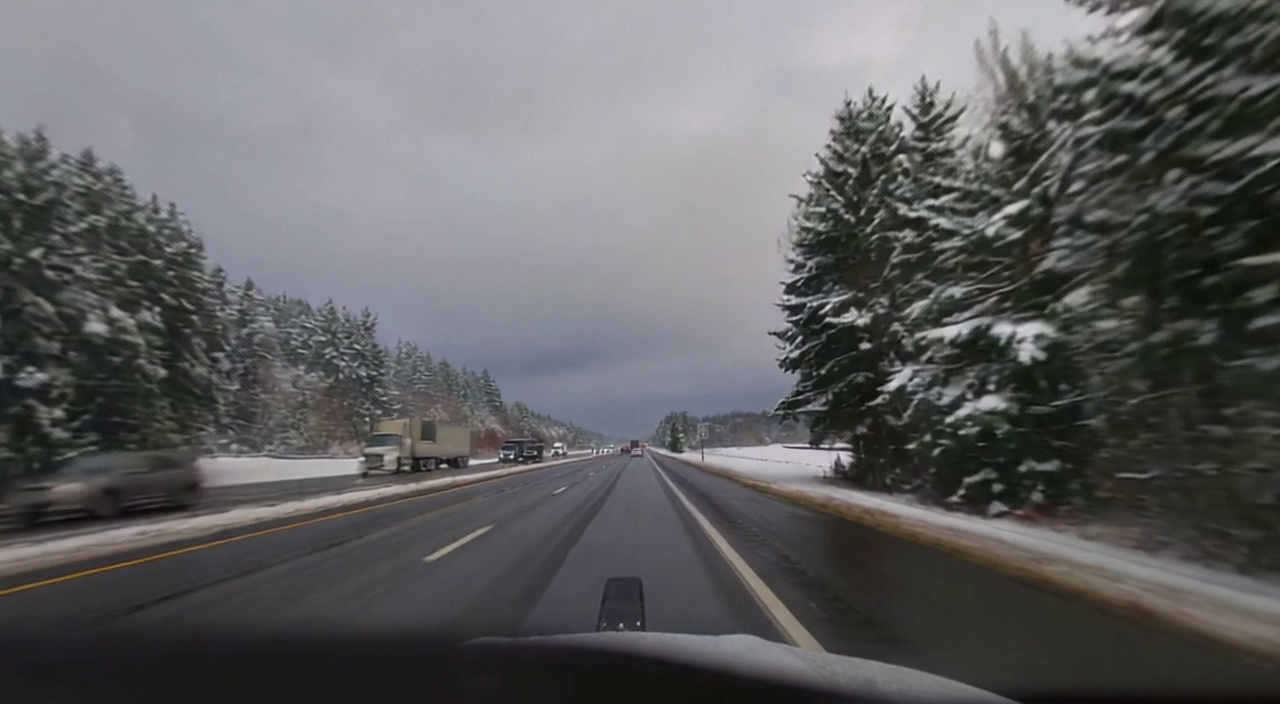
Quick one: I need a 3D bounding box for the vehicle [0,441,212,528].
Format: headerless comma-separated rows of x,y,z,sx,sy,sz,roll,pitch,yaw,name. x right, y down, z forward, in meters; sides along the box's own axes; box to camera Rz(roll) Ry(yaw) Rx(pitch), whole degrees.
-12.566,3.017,14.860,1.904,1.704,4.258,0,-9,0,vehicle

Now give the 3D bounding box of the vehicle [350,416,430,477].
-17.142,6.613,43.725,3.017,3.899,5.910,0,-10,-1,vehicle
